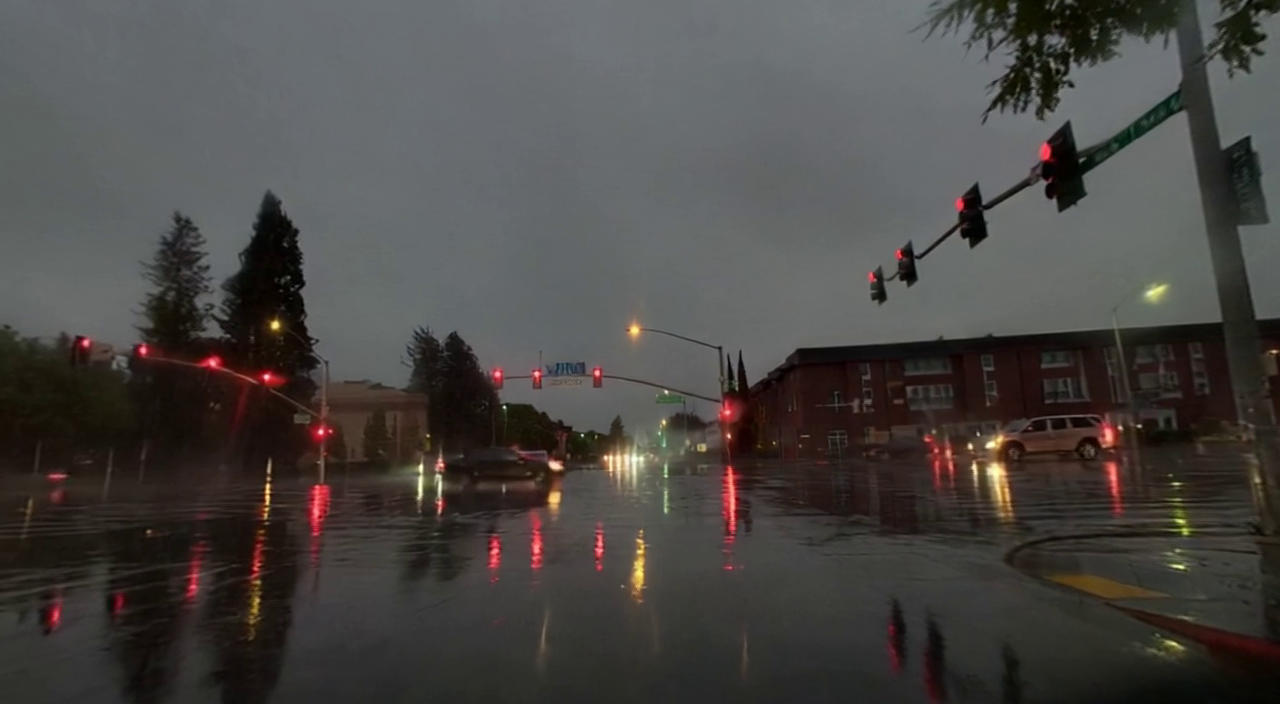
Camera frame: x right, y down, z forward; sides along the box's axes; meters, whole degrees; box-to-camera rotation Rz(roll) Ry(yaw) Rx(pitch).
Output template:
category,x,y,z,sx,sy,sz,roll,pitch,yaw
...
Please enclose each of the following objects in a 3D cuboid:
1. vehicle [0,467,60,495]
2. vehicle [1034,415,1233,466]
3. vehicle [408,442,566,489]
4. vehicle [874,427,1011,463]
category,x,y,z,sx,sy,sz,roll,pitch,yaw
vehicle,-39.508,8.083,39.629,4.397,1.582,1.820,-1,-9,6
vehicle,14.989,2.743,19.384,4.360,1.460,1.834,-1,-9,7
vehicle,-4.948,3.703,20.727,4.650,1.448,1.892,-1,-9,7
vehicle,12.915,4.021,27.201,4.906,1.485,1.857,-1,-9,6
